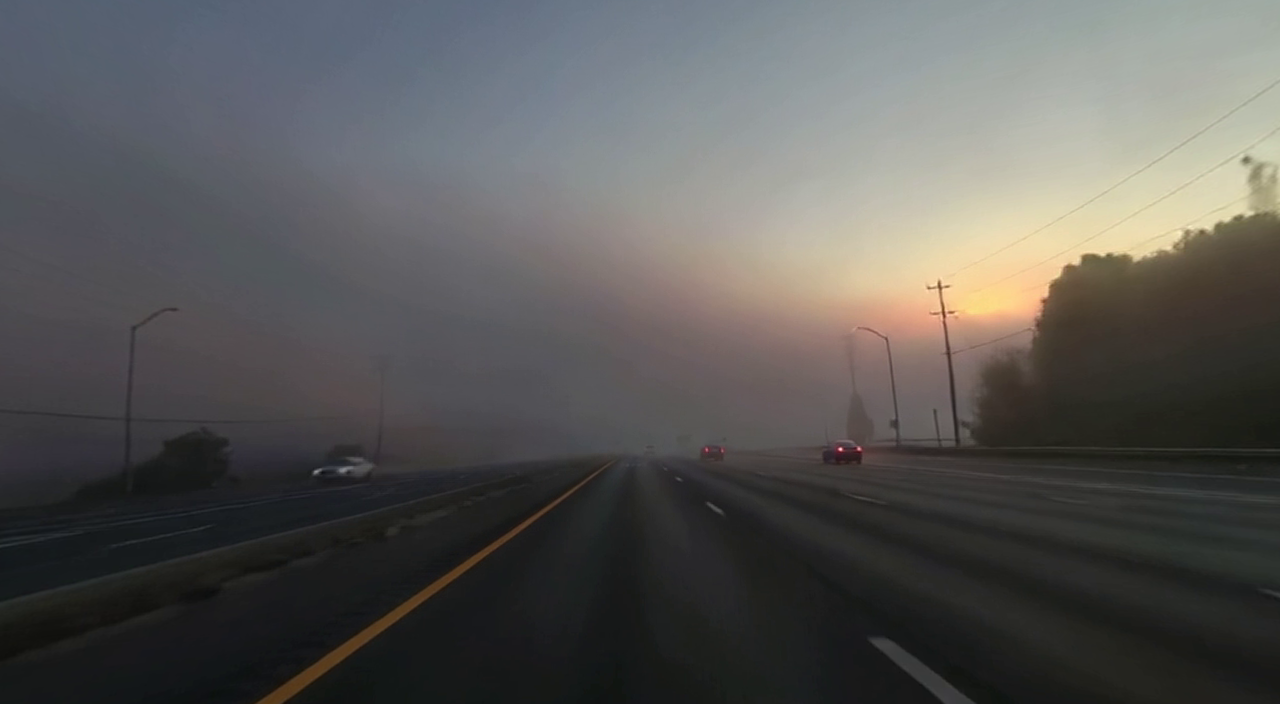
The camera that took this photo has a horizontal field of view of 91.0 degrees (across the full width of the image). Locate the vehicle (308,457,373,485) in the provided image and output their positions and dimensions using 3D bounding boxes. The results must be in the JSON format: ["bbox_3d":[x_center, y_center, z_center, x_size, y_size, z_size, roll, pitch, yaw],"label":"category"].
[{"bbox_3d":[-18.662,7.390,39.404,1.897,1.515,4.506,-2,-8,0],"label":"vehicle"}]

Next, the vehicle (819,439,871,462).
[{"bbox_3d":[14.590,7.049,45.108,2.089,1.484,4.573,0,-8,-1],"label":"vehicle"}]
